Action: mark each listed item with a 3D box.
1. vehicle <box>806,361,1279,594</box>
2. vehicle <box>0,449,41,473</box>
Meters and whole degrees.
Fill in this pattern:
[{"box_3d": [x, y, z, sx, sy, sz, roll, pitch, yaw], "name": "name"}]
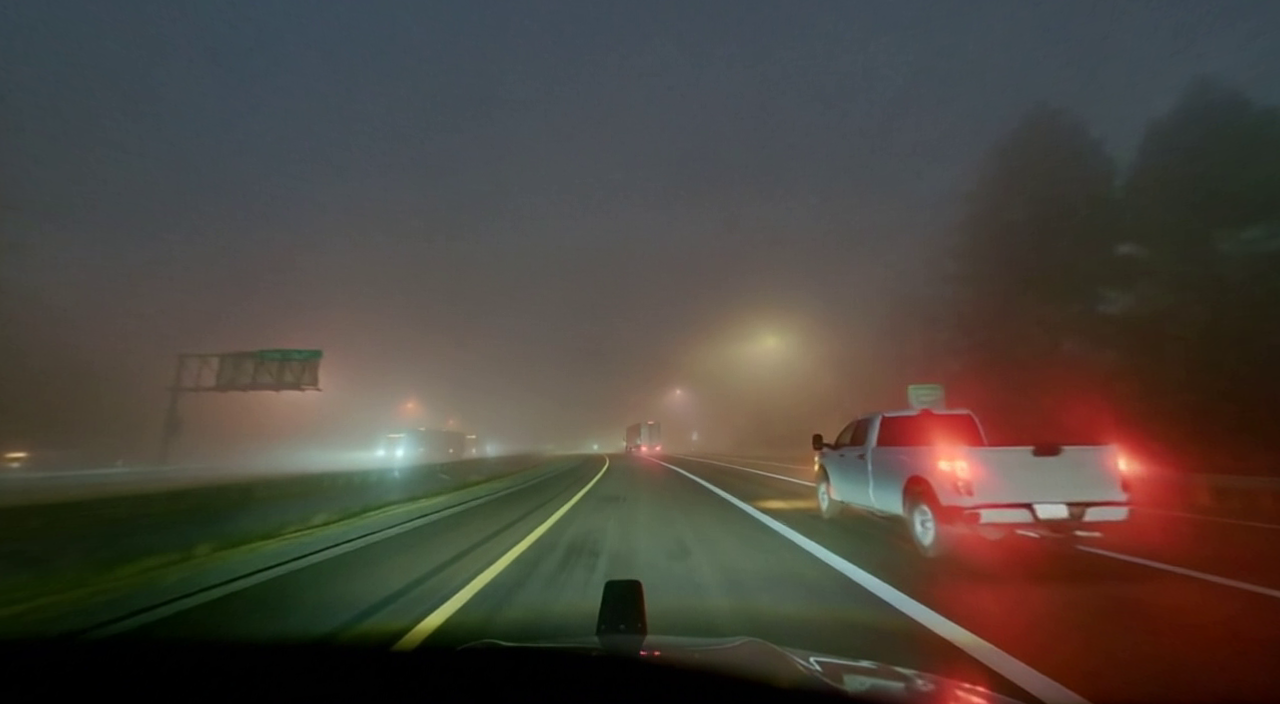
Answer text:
[{"box_3d": [4.163, 1.454, 8.215, 2.383, 1.959, 5.669, 0, -8, -1], "name": "vehicle"}, {"box_3d": [-47.737, 8.206, 47.688, 1.970, 1.511, 3.878, 5, -8, -20], "name": "vehicle"}]
